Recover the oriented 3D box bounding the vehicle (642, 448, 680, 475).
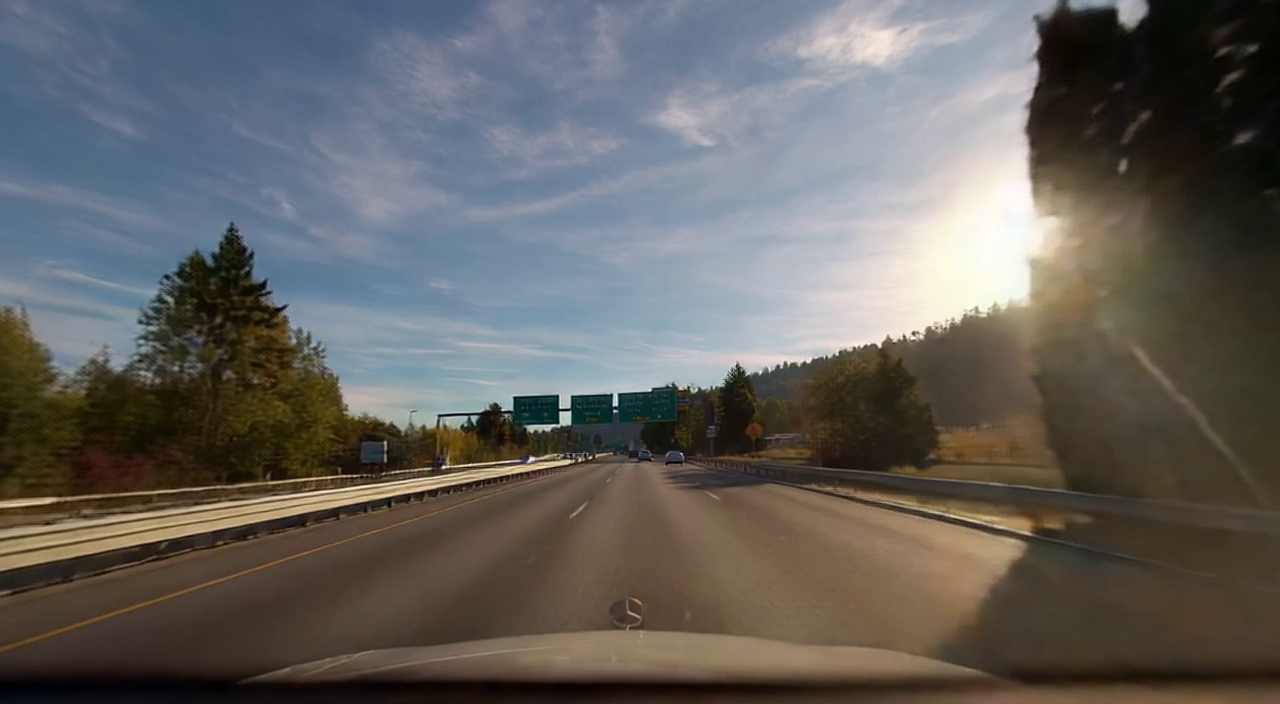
[{"bbox_3d":[1.178,6.348,36.789,2.036,1.457,3.471,0,-9,-1],"label":"vehicle"}]
